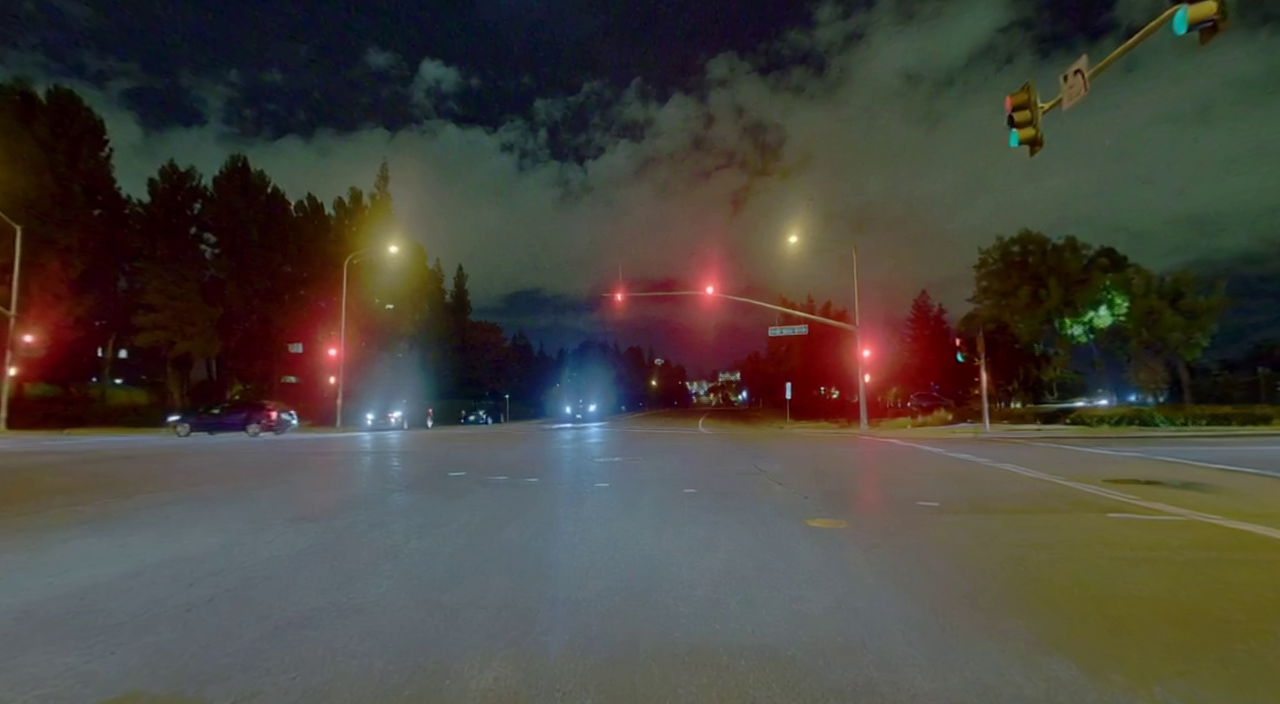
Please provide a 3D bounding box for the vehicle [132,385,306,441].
[{"bbox_3d":[-13.942,2.079,21.107,4.445,1.723,2.007,-1,-8,4],"label":"vehicle"}]

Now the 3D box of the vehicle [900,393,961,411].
[{"bbox_3d":[22.607,3.943,49.274,3.933,1.219,1.700,1,-8,4],"label":"vehicle"}]

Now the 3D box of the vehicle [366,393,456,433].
[{"bbox_3d":[-12.138,3.351,33.929,2.340,1.902,4.920,-2,-9,9],"label":"vehicle"}]

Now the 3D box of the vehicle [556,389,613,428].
[{"bbox_3d":[-2.975,3.222,35.147,2.306,1.907,5.382,-1,-8,5],"label":"vehicle"}]
